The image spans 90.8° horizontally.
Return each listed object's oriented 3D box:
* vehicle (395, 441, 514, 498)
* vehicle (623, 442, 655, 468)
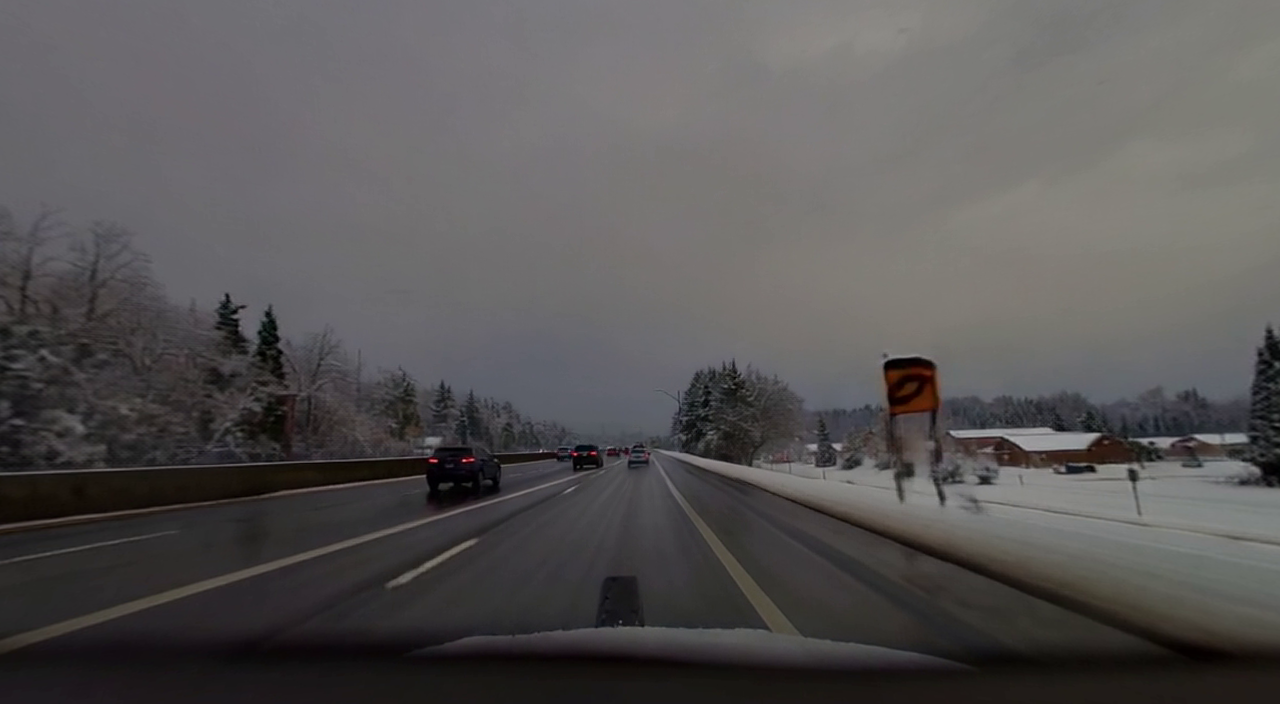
[{"bbox_3d":[-5.657,3.640,20.020,2.102,1.562,4.884,-1,-9,3],"label":"vehicle"},{"bbox_3d":[-0.013,7.388,45.532,2.179,1.742,4.396,0,-9,1],"label":"vehicle"}]
